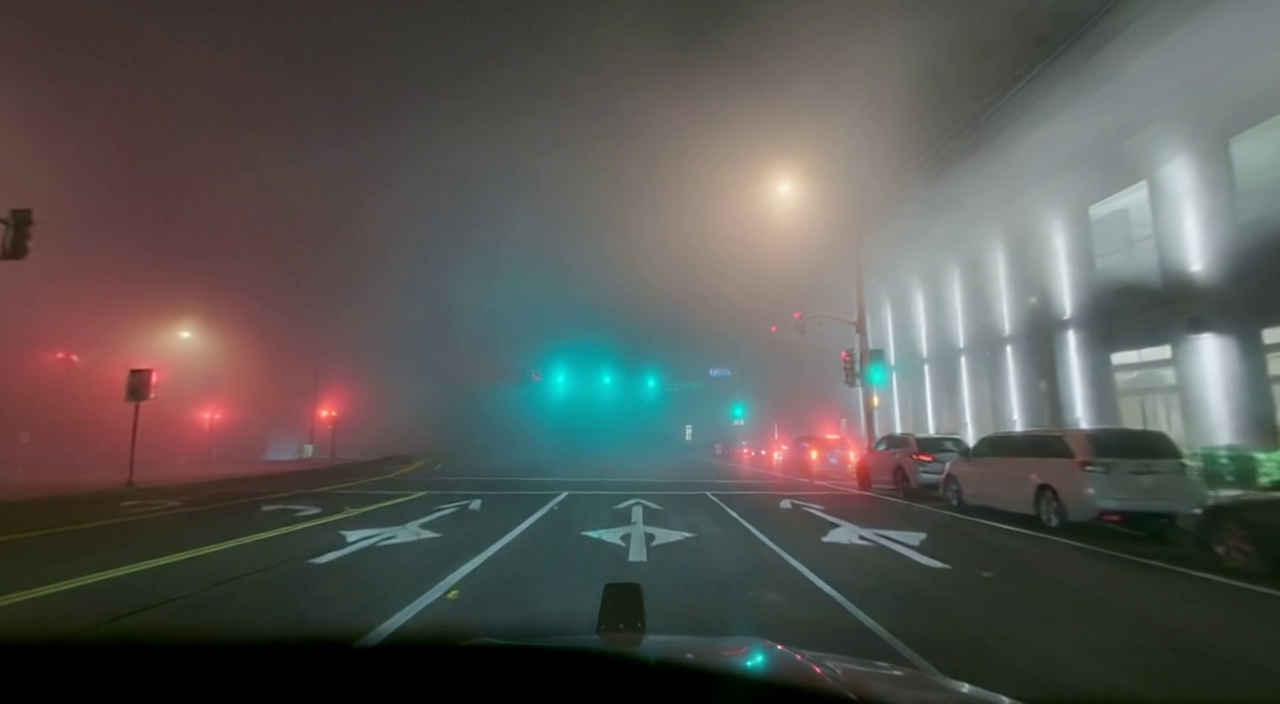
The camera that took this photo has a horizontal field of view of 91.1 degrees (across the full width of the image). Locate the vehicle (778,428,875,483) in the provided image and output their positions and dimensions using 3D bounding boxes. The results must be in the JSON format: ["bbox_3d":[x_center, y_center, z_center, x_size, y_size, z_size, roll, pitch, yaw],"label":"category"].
[{"bbox_3d":[6.641,3.759,23.000,1.984,1.751,4.759,0,-9,-1],"label":"vehicle"}]

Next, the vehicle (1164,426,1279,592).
[{"bbox_3d":[6.712,1.262,4.605,1.880,1.483,4.510,0,-9,1],"label":"vehicle"}]

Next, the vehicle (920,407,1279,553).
[{"bbox_3d":[6.700,1.924,10.155,1.978,1.728,5.129,0,-9,0],"label":"vehicle"}]
